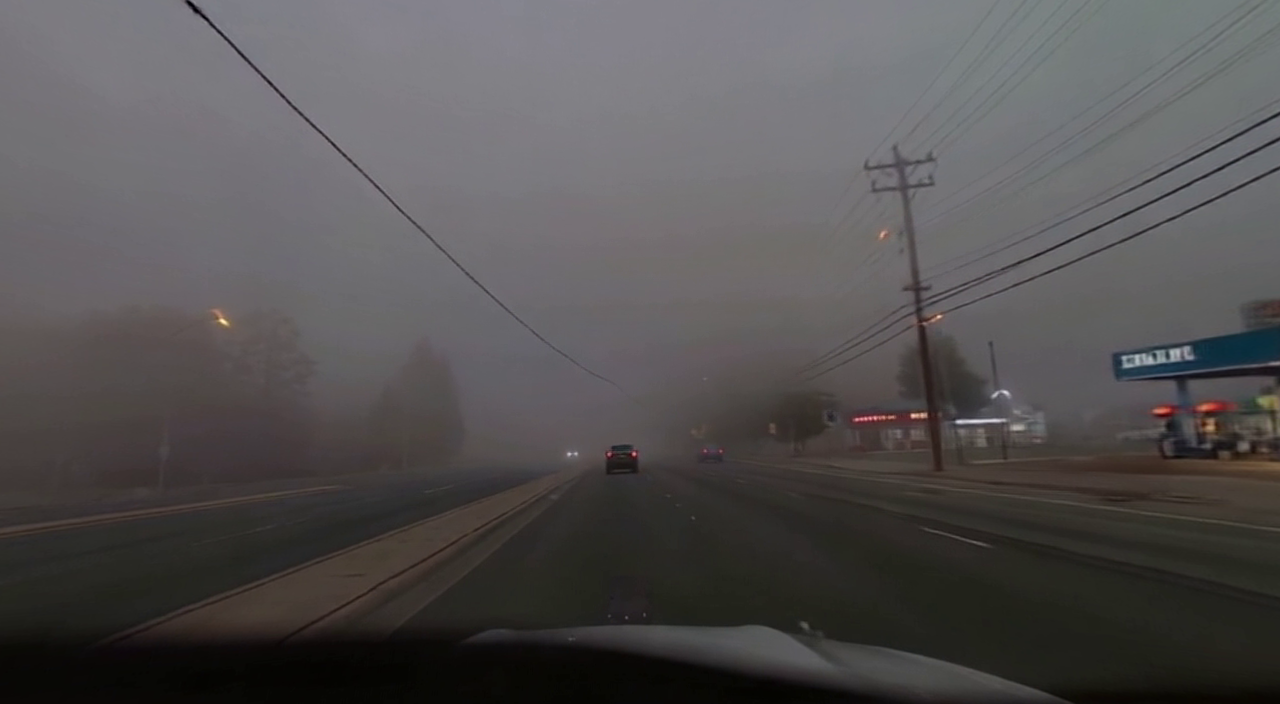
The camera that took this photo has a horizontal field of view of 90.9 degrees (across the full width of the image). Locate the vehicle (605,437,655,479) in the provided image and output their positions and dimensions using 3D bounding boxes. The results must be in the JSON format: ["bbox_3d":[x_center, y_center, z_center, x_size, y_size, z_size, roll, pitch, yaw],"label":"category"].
[{"bbox_3d":[-0.571,5.084,30.531,2.141,1.842,4.889,0,-8,-4],"label":"vehicle"}]

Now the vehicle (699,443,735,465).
[{"bbox_3d":[5.318,7.070,43.849,1.760,1.481,4.161,0,-8,-3],"label":"vehicle"}]
